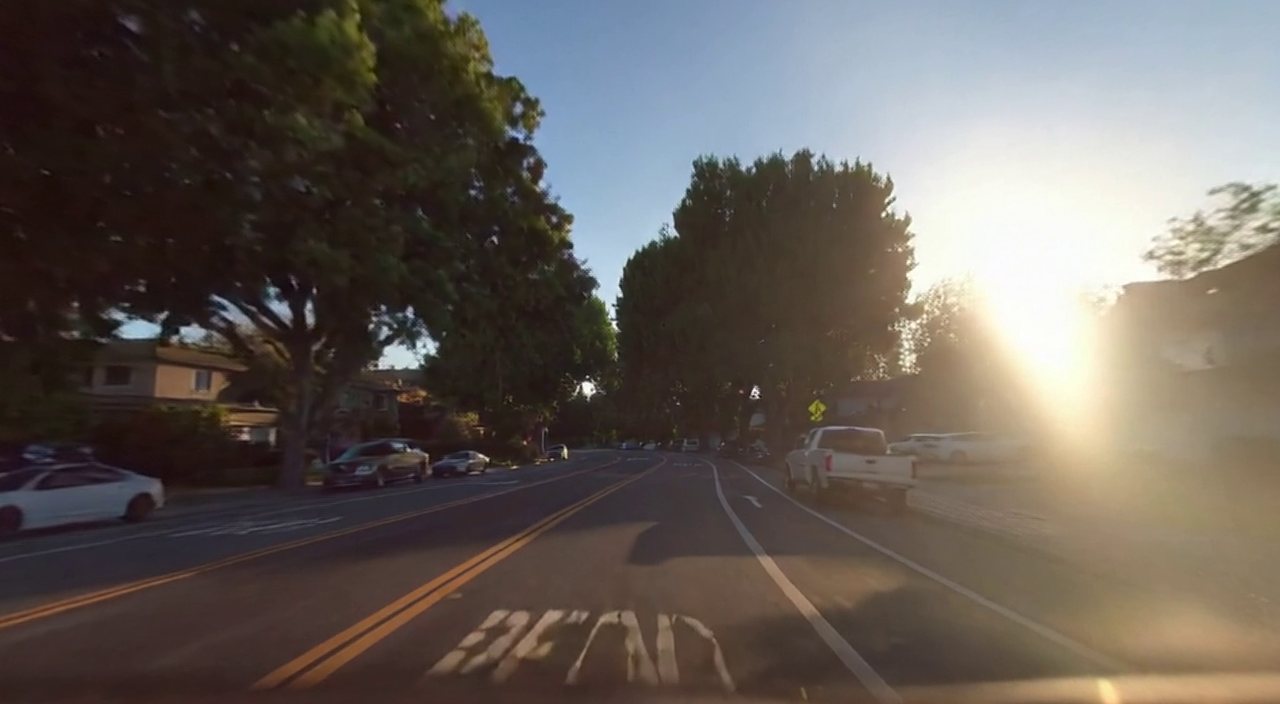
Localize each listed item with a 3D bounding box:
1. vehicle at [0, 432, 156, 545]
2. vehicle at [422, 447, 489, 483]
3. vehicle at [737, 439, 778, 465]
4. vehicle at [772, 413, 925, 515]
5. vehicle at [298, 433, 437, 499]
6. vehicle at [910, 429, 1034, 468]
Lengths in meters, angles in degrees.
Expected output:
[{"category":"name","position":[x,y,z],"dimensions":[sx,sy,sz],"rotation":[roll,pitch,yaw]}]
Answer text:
[{"category":"vehicle","position":[-11.220,2.356,10.785],"dimensions":[2.105,1.776,4.657],"rotation":[-4,-9,1]},{"category":"vehicle","position":[-9.142,5.588,31.546],"dimensions":[1.967,1.488,4.216],"rotation":[-6,-9,1]},{"category":"vehicle","position":[8.745,7.443,47.277],"dimensions":[1.954,1.732,6.409],"rotation":[2,-8,1]},{"category":"vehicle","position":[5.234,2.913,17.117],"dimensions":[2.574,2.156,6.672],"rotation":[0,-8,6]},{"category":"vehicle","position":[-9.964,4.202,23.619],"dimensions":[2.450,1.998,5.367],"rotation":[-6,-9,5]},{"category":"vehicle","position":[15.668,4.568,29.970],"dimensions":[4.637,1.661,2.158],"rotation":[-3,-8,9]}]
